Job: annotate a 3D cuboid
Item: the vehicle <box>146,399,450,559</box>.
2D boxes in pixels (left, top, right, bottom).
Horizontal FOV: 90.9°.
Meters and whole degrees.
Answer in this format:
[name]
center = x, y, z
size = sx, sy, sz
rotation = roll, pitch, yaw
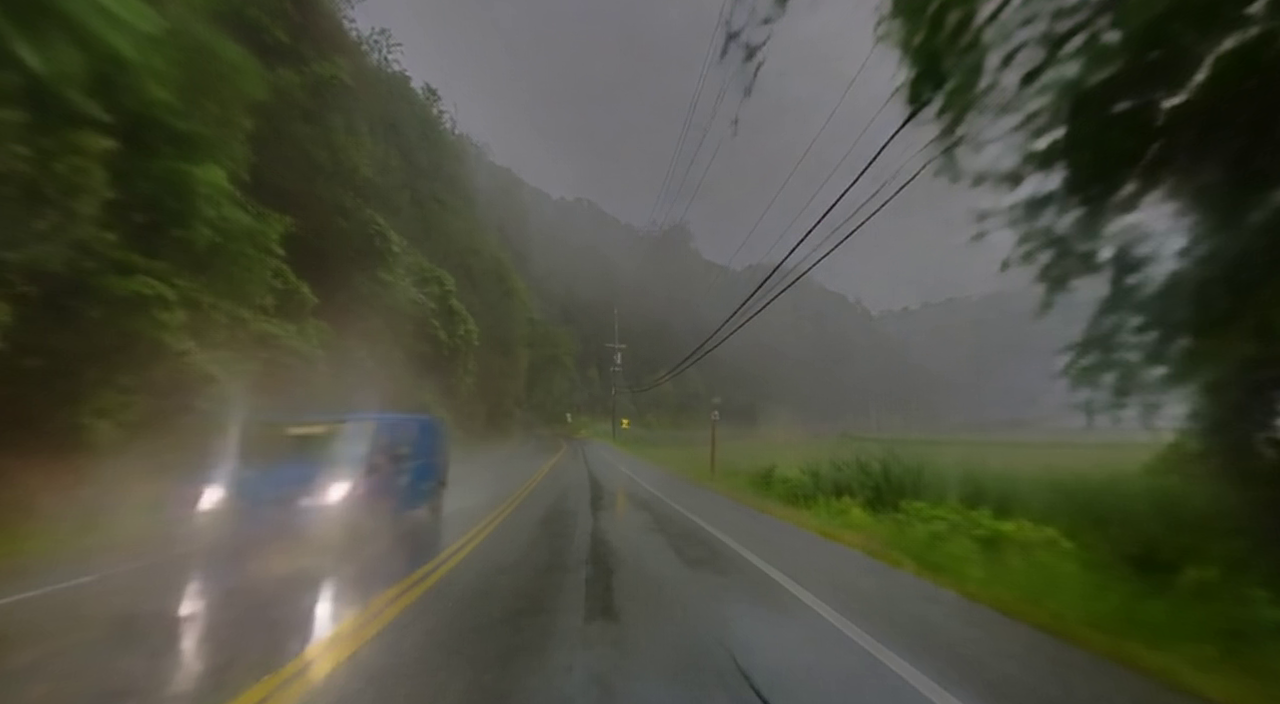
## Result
[vehicle]
center = -4.811, 1.857, 9.962
size = 2.213, 1.882, 4.693
rotation = 0, -8, -1
